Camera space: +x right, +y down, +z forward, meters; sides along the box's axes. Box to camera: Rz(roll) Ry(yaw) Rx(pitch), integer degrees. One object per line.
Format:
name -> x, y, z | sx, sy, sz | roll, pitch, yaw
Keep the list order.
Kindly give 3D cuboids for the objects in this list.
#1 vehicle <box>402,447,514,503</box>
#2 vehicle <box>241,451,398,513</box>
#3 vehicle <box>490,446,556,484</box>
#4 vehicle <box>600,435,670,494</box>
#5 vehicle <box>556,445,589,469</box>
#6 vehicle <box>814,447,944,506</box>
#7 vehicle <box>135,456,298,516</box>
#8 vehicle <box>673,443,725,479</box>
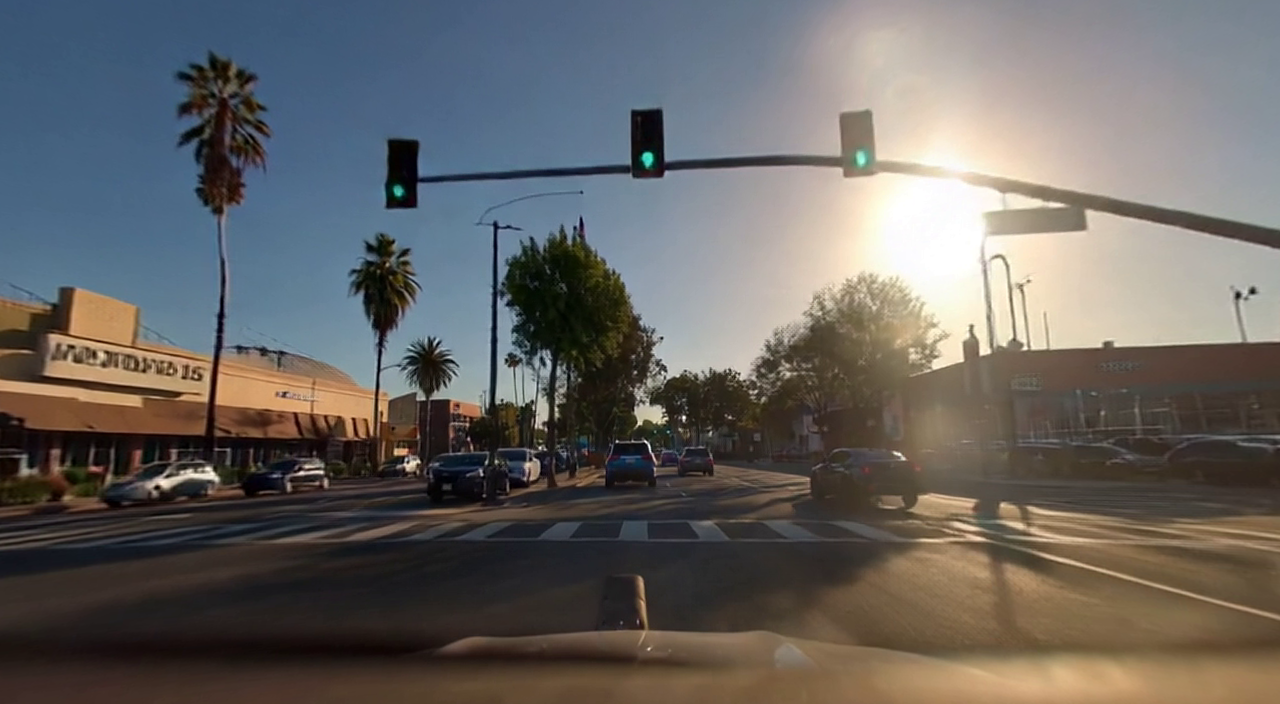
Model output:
vehicle -> -5.254, 3.584, 18.882 | 2.030, 1.441, 4.324 | 0, -8, 0
vehicle -> -8.625, 3.498, 17.525 | 2.061, 1.415, 4.289 | 0, -8, 1
vehicle -> -5.131, 5.002, 28.322 | 2.036, 1.541, 4.107 | -1, -8, 2
vehicle -> -0.190, 3.752, 21.514 | 2.151, 1.787, 4.109 | 0, -8, -1
vehicle -> -5.164, 8.098, 49.060 | 2.160, 1.769, 4.494 | 0, -8, -1
vehicle -> 6.653, 3.474, 18.181 | 1.944, 1.447, 4.309 | 0, -8, -2
vehicle -> -11.957, 3.774, 18.259 | 1.850, 1.414, 4.184 | 0, -8, -1
vehicle -> 2.900, 5.497, 32.227 | 2.112, 1.710, 4.234 | 0, -8, -2
